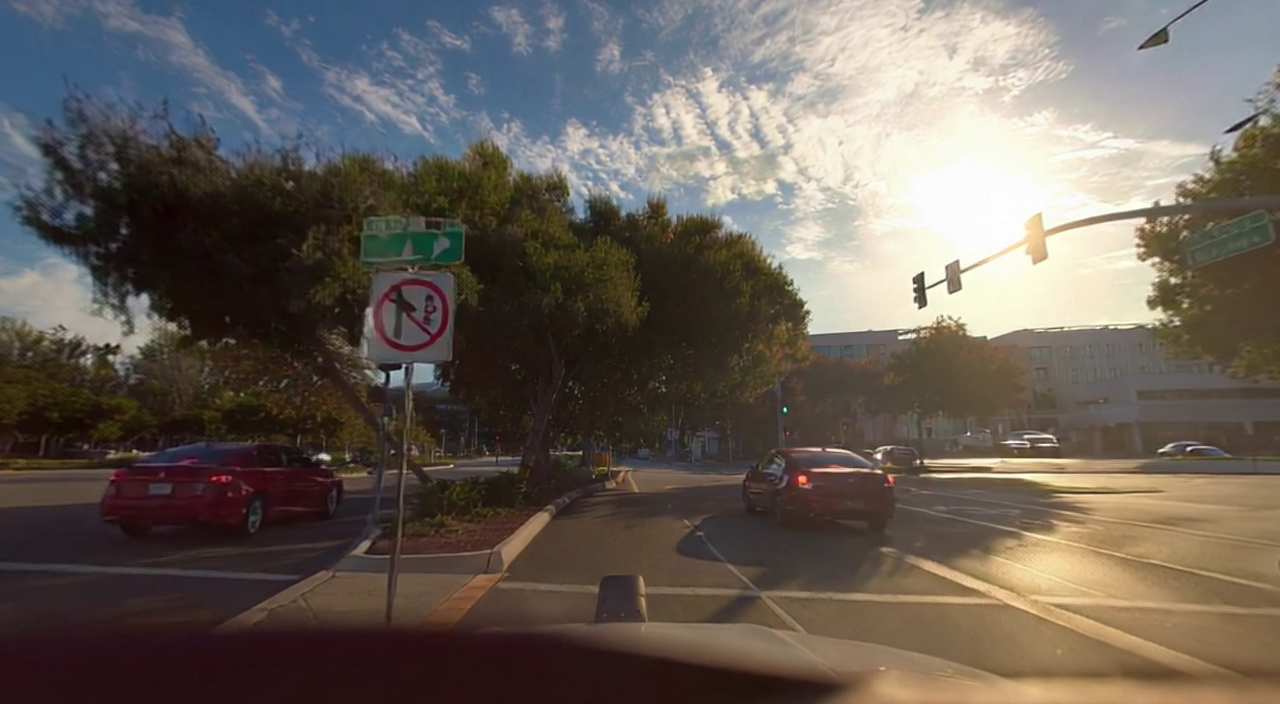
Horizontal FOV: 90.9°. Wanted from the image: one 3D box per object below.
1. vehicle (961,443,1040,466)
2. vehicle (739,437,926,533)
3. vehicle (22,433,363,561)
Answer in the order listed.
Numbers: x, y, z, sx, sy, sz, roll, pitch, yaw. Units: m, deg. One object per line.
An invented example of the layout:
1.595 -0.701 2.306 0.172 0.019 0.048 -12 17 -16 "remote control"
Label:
27.612 7.831 48.502 2.026 1.657 5.260 2 -9 -15 "vehicle"
3.430 2.443 12.322 1.940 1.487 4.562 0 -8 -4 "vehicle"
-6.234 2.028 9.684 1.995 1.470 4.556 0 -8 -2 "vehicle"
